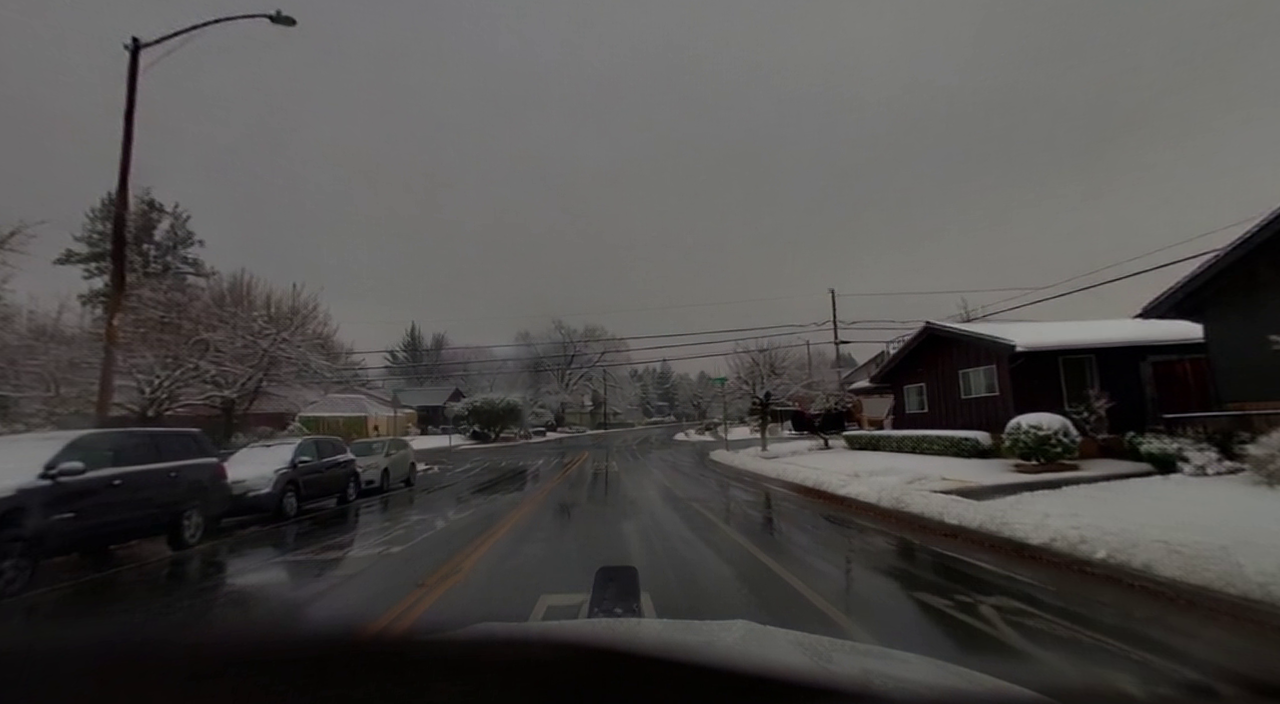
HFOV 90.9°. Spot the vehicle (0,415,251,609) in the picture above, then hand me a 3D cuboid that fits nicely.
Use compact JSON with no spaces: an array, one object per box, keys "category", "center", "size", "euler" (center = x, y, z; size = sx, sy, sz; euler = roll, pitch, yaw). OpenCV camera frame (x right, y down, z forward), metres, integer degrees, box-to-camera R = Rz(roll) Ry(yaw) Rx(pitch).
[{"category":"vehicle","center":[-6.804,1.658,7.242],"size":[1.865,1.750,4.507],"euler":[0,-8,-2]}]

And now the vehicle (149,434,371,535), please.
[{"category":"vehicle","center":[-6.750,2.330,11.773],"size":[1.777,1.554,3.790],"euler":[0,-8,0]}]
